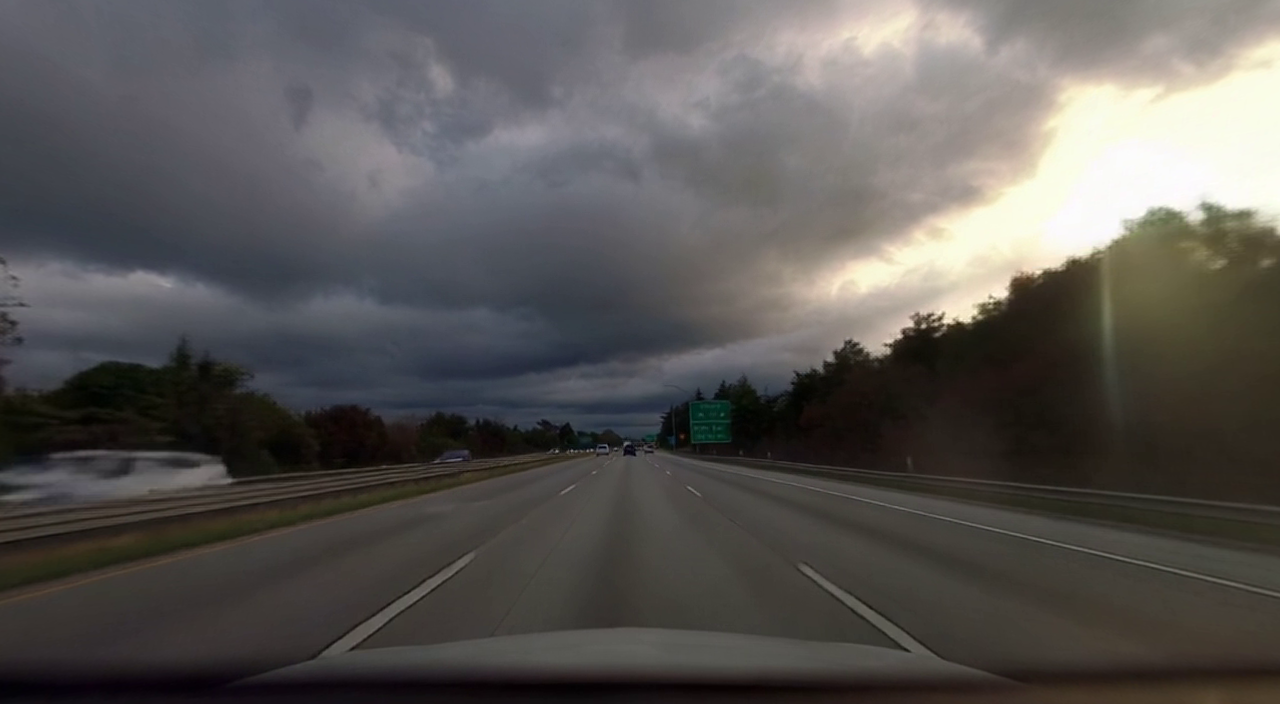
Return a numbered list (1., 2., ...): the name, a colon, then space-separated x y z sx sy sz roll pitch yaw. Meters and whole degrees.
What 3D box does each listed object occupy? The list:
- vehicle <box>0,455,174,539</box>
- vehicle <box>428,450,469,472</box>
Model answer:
1. vehicle: -13.169 3.106 13.985 1.944 1.518 4.723 0 -9 -1
2. vehicle: -14.894 8.470 48.905 1.901 1.609 4.273 0 -9 -1
